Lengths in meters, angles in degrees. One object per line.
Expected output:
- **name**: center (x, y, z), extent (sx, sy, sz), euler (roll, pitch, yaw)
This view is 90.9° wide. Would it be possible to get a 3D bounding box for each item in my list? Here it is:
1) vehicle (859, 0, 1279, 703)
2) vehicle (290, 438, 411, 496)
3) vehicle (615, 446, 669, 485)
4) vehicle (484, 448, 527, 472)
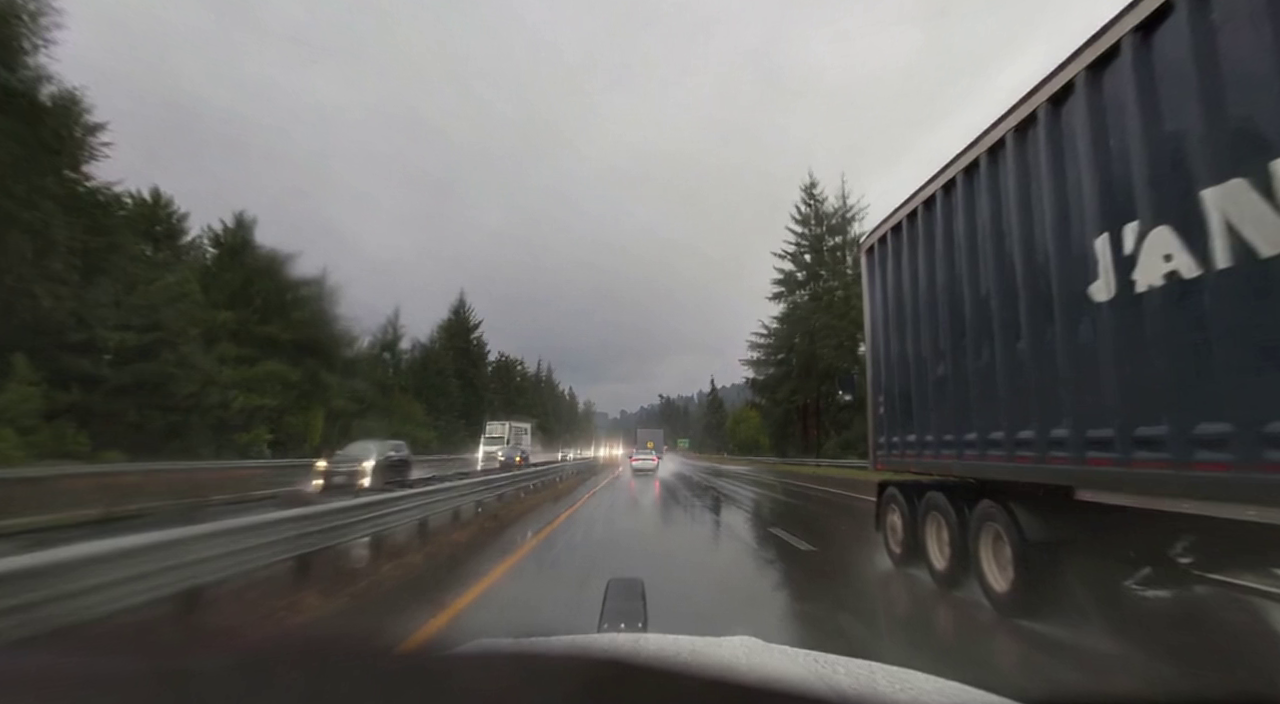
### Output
- **vehicle**: center (4.446, 0.196, 5.306), extent (3.010, 3.911, 5.858), euler (0, -9, 0)
- **vehicle**: center (-8.901, 3.549, 19.782), extent (1.878, 1.590, 3.982), euler (0, -9, 0)
- **vehicle**: center (0.060, 4.807, 27.033), extent (2.114, 1.523, 4.012), euler (0, -9, 0)
- **vehicle**: center (-8.996, 7.245, 42.555), extent (1.930, 1.479, 4.706), euler (0, -9, 0)
